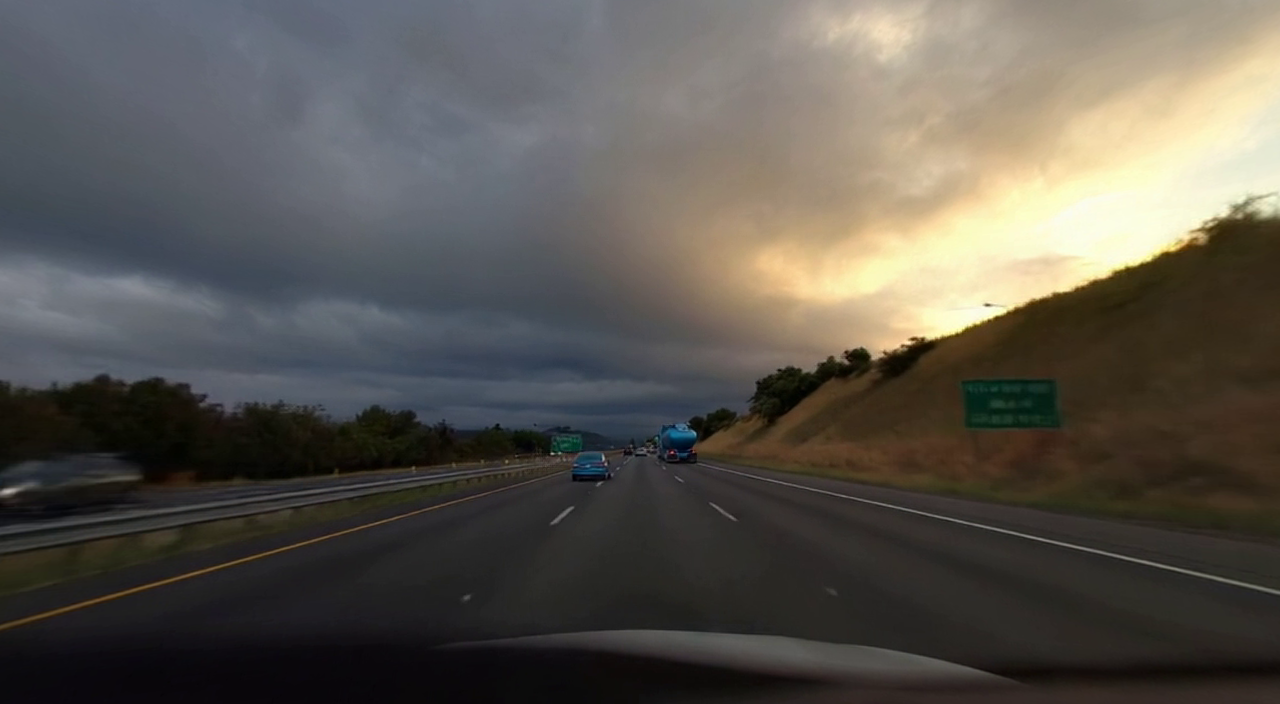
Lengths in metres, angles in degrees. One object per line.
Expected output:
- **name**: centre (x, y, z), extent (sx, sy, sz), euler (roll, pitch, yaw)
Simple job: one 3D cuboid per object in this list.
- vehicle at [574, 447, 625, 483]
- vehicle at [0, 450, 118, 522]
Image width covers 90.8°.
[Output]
- **vehicle**: centre (-1.791, 5.205, 29.348), extent (2.013, 1.498, 3.908), euler (-1, -9, 2)
- **vehicle**: centre (-19.145, 4.001, 19.113), extent (2.215, 2.016, 5.106), euler (-1, -9, 0)
